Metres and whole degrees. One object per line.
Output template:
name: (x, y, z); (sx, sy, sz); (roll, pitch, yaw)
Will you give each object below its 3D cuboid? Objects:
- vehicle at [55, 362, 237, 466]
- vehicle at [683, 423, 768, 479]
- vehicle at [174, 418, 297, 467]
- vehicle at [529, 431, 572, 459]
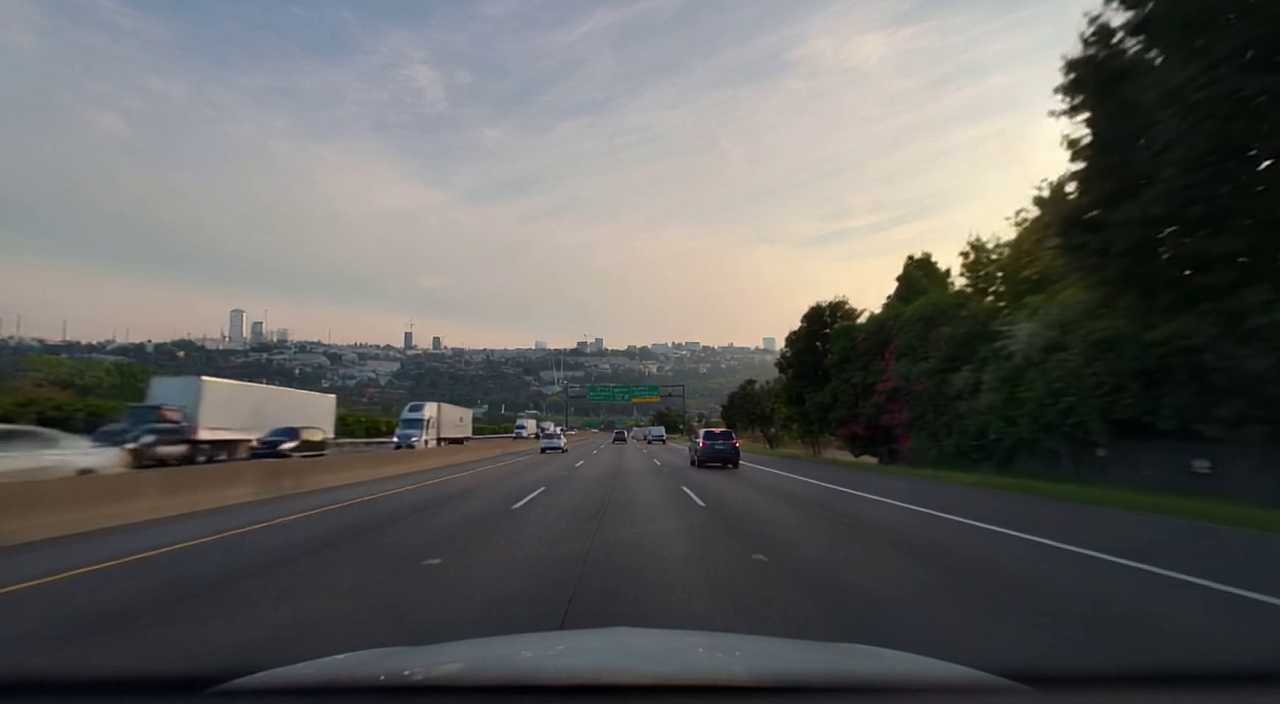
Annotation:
vehicle: (-20.869, 2.765, 27.199); (2.924, 3.975, 5.916); (1, -8, -2)
vehicle: (2.657, 3.200, 20.711); (2.022, 1.637, 4.229); (1, -8, -3)
vehicle: (-16.874, 3.806, 26.673); (2.046, 1.862, 4.919); (1, -8, -2)
vehicle: (-5.191, 5.406, 36.895); (1.996, 1.518, 4.229); (1, -8, -2)
